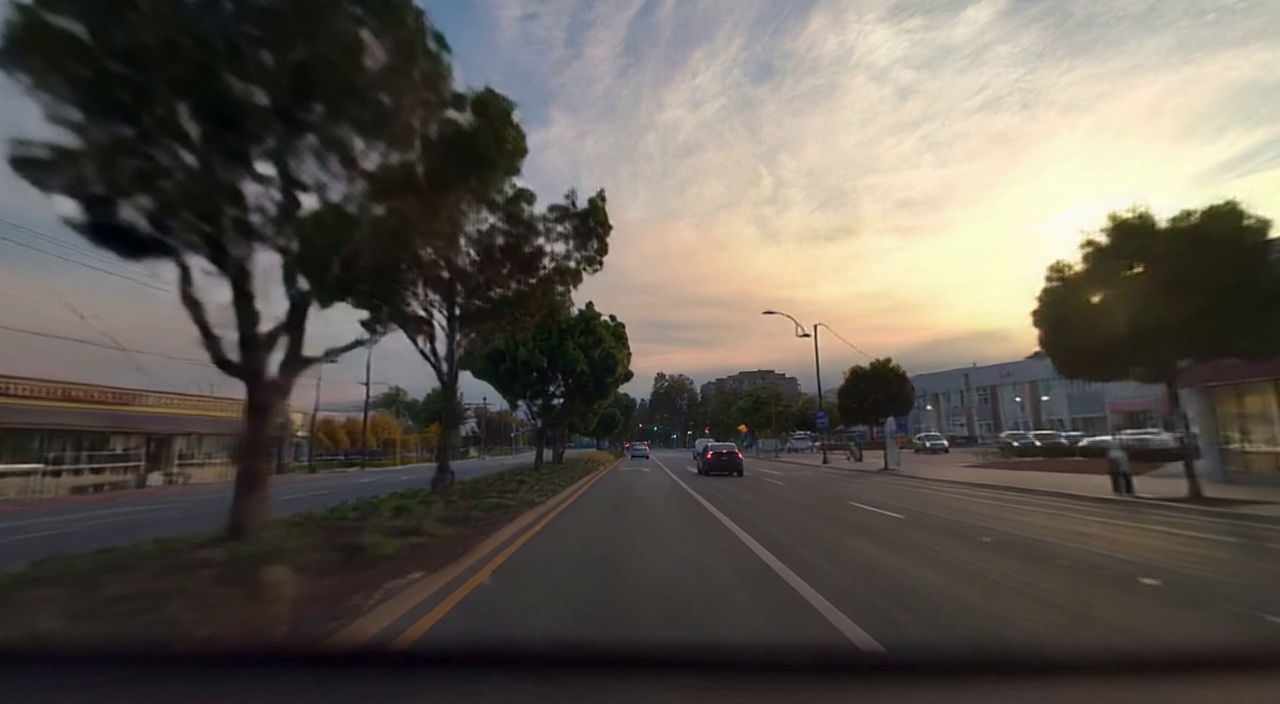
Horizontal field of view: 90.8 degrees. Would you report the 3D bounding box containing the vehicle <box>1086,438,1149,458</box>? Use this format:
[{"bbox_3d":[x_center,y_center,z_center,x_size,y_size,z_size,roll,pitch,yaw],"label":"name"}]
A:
[{"bbox_3d":[36.015,7.291,47.771,1.819,1.436,4.046,-1,-9,5],"label":"vehicle"}]

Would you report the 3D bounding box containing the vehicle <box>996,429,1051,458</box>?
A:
[{"bbox_3d":[28.914,6.939,47.820,2.501,2.045,5.267,-3,-9,20],"label":"vehicle"}]

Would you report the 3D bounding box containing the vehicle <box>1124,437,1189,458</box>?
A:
[{"bbox_3d":[38.579,7.163,47.267,1.700,1.429,3.674,-1,-9,1],"label":"vehicle"}]

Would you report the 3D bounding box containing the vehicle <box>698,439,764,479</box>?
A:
[{"bbox_3d":[3.657,4.380,26.156,1.983,1.482,4.463,0,-9,-1],"label":"vehicle"}]

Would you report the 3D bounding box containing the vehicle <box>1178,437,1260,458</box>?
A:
[{"bbox_3d":[43.350,7.165,47.404,1.901,1.411,4.378,-2,-9,-1],"label":"vehicle"}]
